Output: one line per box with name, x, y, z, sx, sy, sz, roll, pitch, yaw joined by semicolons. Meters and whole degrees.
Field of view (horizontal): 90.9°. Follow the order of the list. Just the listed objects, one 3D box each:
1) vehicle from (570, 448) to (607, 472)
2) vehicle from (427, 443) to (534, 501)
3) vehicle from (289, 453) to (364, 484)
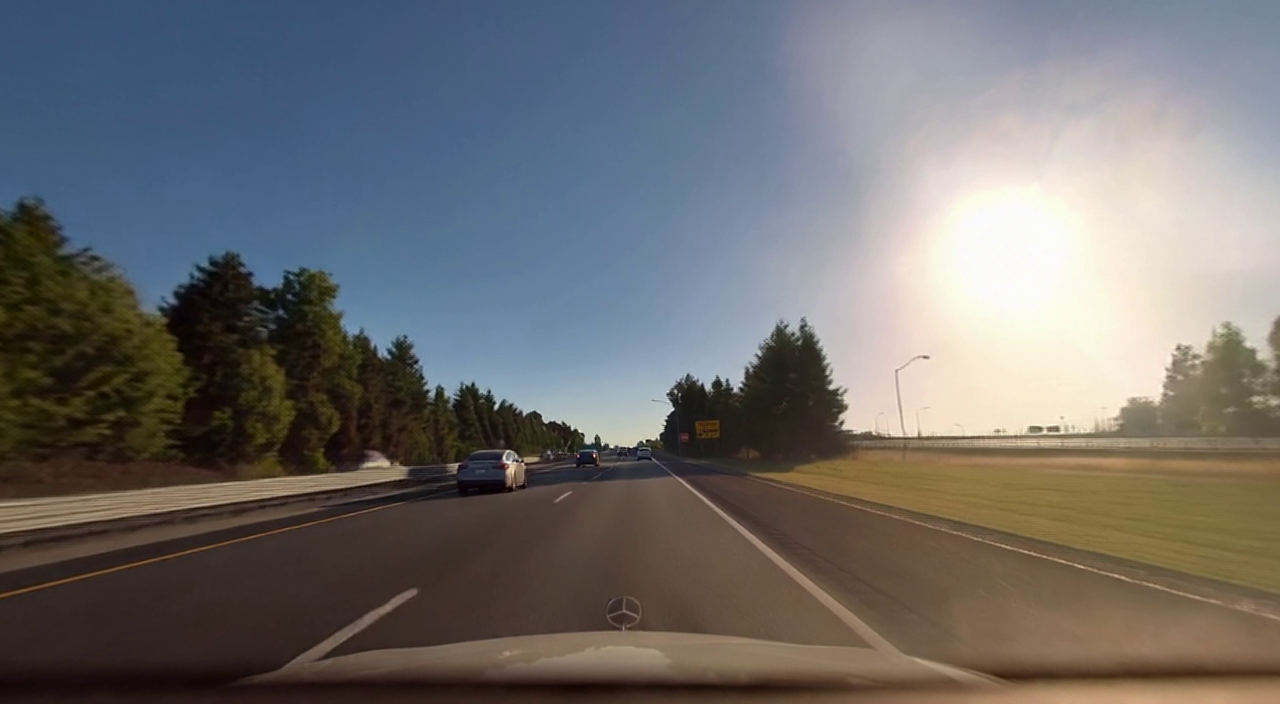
vehicle;-3.338;7.063;41.434;2.005;1.474;3.921;0;-9;1
vehicle;-4.611;3.534;18.983;1.975;1.501;4.603;0;-9;1
vehicle;-17.559;6.525;35.506;1.891;1.586;4.395;0;-9;1
